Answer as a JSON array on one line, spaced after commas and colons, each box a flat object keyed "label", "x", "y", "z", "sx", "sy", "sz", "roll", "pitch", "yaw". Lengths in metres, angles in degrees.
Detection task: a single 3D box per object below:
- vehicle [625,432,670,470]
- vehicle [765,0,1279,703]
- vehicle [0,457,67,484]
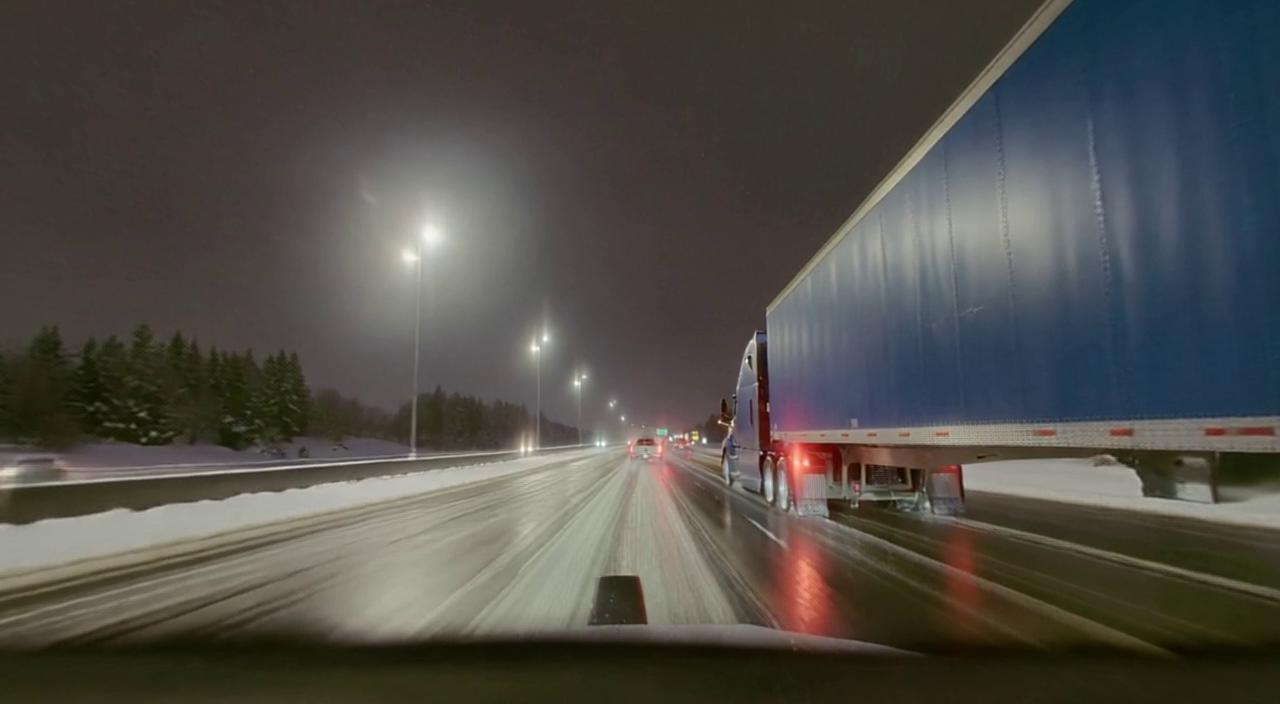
[{"label": "vehicle", "x": 0.404, "y": 5.269, "z": 33.685, "sx": 2.205, "sy": 1.860, "sz": 4.301, "roll": -1, "pitch": -9, "yaw": 1}, {"label": "vehicle", "x": 3.932, "y": -0.020, "z": 4.806, "sx": 3.019, "sy": 4.145, "sz": 16.453, "roll": -1, "pitch": -8, "yaw": 1}, {"label": "vehicle", "x": -43.921, "y": 8.308, "z": 44.129, "sx": 2.008, "sy": 1.720, "sz": 5.411, "roll": -2, "pitch": -9, "yaw": 9}]
